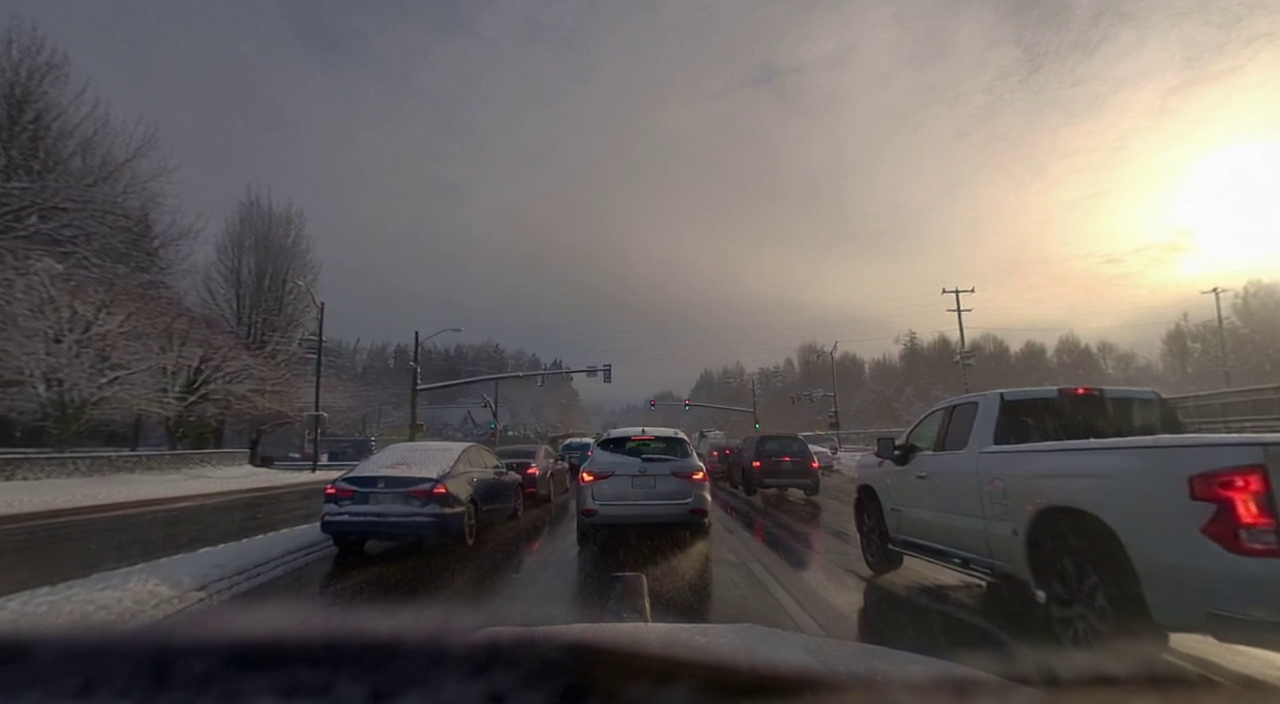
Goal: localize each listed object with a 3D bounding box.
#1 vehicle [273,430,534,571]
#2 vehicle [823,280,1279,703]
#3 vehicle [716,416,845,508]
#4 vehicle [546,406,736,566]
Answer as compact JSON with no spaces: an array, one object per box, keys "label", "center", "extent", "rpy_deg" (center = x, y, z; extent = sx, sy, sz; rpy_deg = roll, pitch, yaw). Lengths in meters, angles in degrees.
[{"label":"vehicle","center":[-2.916,1.919,8.980],"extent":[2.023,1.494,4.259],"rpy_deg":[0,-9,0]},{"label":"vehicle","center":[3.383,1.075,4.701],"extent":[2.317,1.857,5.940],"rpy_deg":[0,-8,1]},{"label":"vehicle","center":[3.599,2.964,17.488],"extent":[2.408,2.100,5.668],"rpy_deg":[0,-9,1]},{"label":"vehicle","center":[0.059,1.788,9.073],"extent":[2.113,1.768,3.901],"rpy_deg":[0,-8,1]}]
